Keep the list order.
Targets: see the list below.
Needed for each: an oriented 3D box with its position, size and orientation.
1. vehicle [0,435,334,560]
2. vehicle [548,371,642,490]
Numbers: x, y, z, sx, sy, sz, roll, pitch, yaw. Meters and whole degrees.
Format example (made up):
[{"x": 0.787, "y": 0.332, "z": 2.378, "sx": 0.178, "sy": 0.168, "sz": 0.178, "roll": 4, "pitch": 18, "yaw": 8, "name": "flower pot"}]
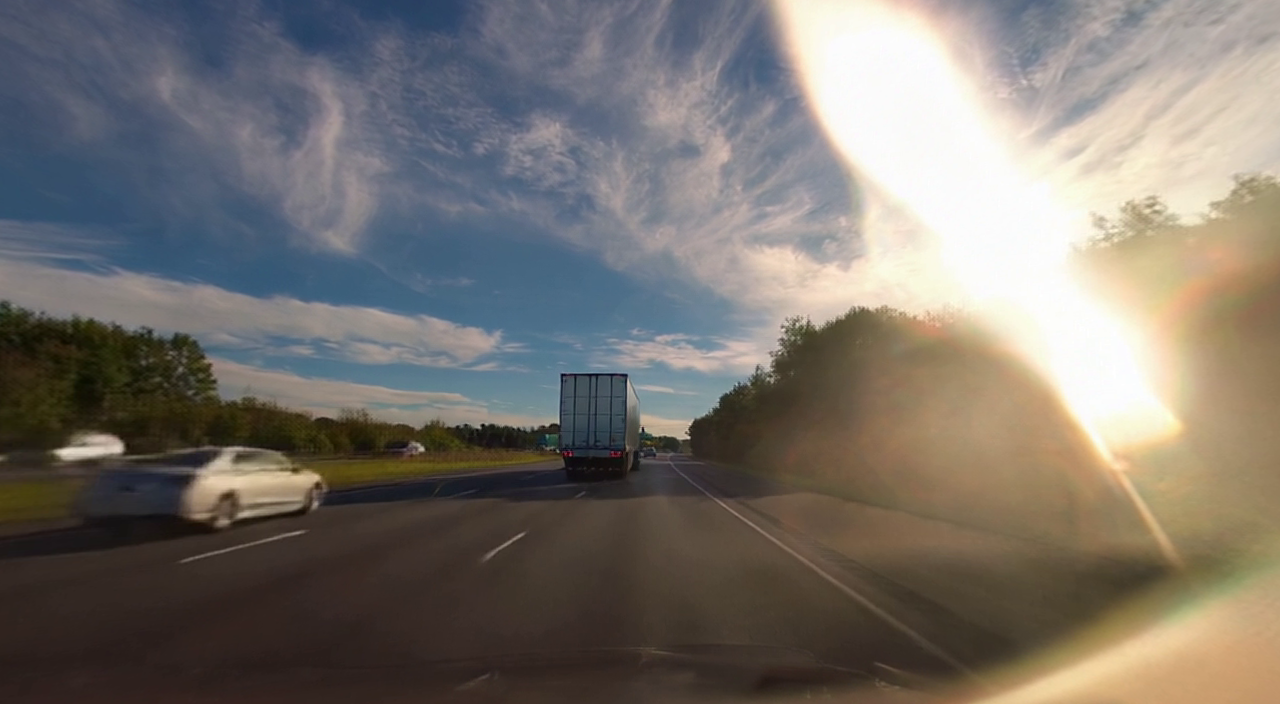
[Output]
[{"x": -6.762, "y": 2.022, "z": 9.525, "sx": 1.967, "sy": 1.420, "sz": 4.473, "roll": 0, "pitch": -9, "yaw": 0, "name": "vehicle"}, {"x": -1.513, "y": 3.806, "z": 28.969, "sx": 2.851, "sy": 4.098, "sz": 14.436, "roll": 0, "pitch": -9, "yaw": 2, "name": "vehicle"}]
